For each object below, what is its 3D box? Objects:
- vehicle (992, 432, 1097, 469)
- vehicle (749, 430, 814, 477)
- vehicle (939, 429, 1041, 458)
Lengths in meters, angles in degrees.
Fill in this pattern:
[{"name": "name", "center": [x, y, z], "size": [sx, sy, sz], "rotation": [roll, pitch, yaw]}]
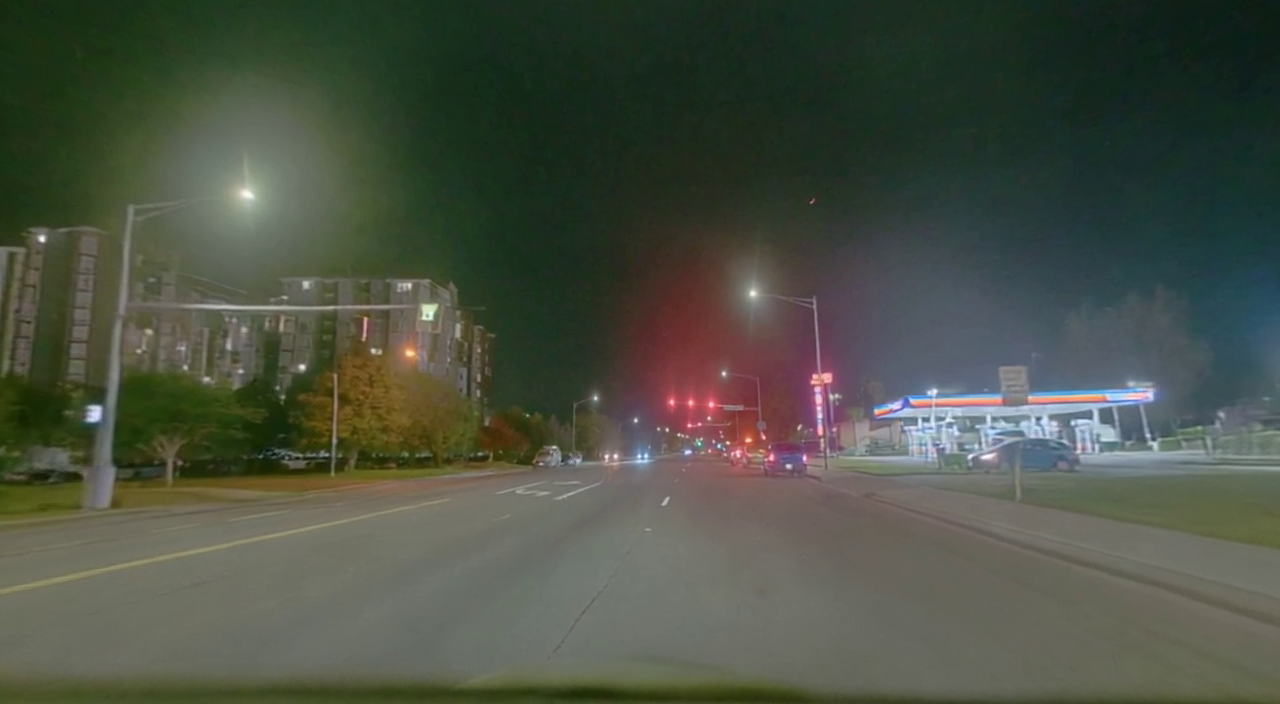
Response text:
[{"name": "vehicle", "center": [16.836, 4.124, 26.587], "size": [1.919, 1.411, 4.440], "rotation": [-1, -8, 7]}, {"name": "vehicle", "center": [6.212, 4.532, 28.366], "size": [2.194, 1.896, 5.049], "rotation": [-1, -8, 6]}, {"name": "vehicle", "center": [19.366, 5.084, 35.113], "size": [4.421, 1.548, 2.061], "rotation": [-1, -8, 7]}]
